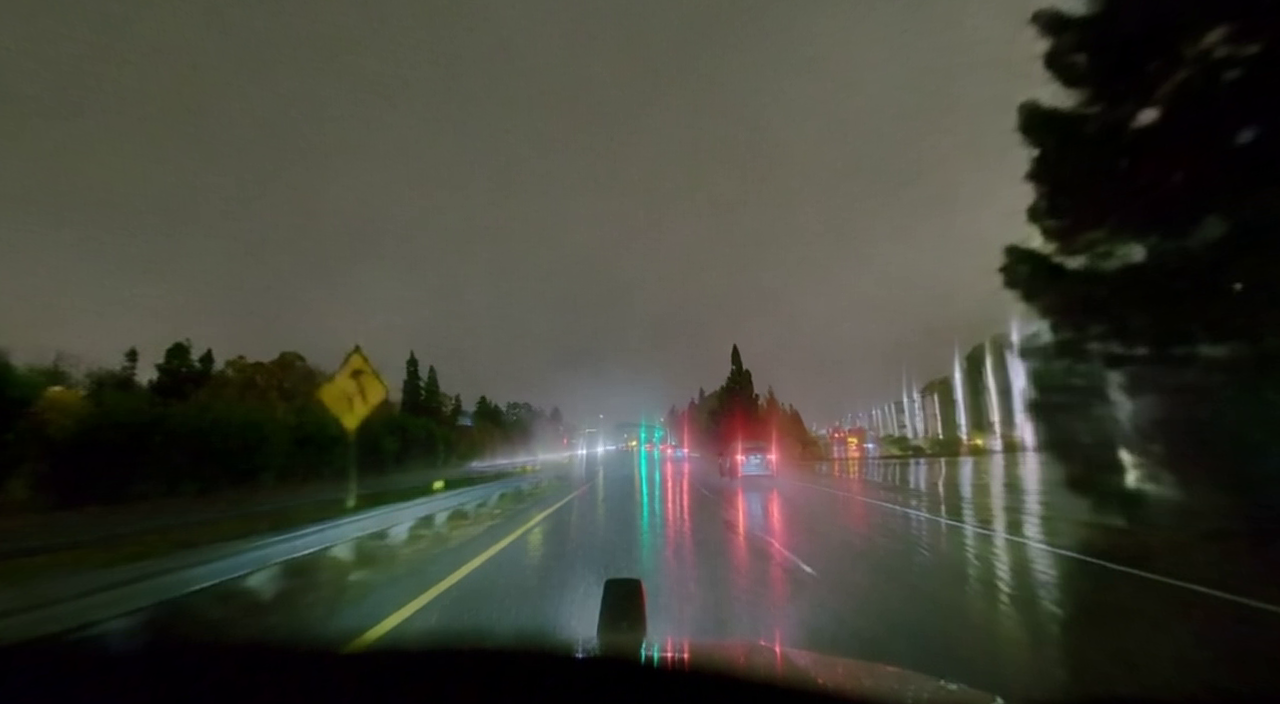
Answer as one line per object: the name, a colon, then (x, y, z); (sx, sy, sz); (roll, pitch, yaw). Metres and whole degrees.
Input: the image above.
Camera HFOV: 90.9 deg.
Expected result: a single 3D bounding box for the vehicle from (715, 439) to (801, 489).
vehicle: (3.964, 3.838, 21.997); (2.042, 1.518, 4.477); (0, -8, -1)
